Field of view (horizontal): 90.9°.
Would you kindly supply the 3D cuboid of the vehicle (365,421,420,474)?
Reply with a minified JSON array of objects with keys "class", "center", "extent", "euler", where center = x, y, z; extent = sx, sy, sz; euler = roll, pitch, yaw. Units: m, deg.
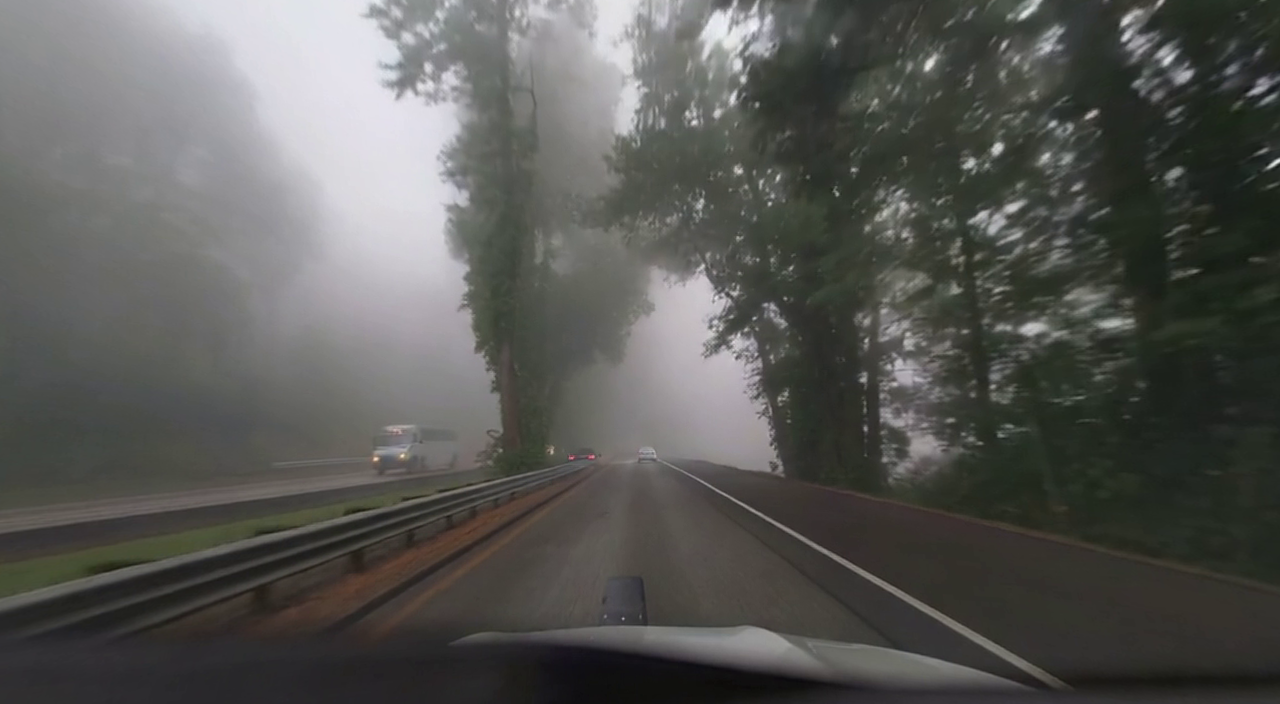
[{"class":"vehicle","center":[-19.023,7.350,48.591],"extent":[2.908,3.879,2.998],"euler":[0,-9,0]}]

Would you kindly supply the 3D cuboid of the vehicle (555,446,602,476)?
[{"class":"vehicle","center":[-3.178,5.780,33.606],"extent":[2.112,1.498,4.117],"euler":[0,-9,0]}]

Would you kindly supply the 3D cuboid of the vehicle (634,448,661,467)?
[{"class":"vehicle","center":[0.524,8.221,49.017],"extent":[1.989,1.402,3.831],"euler":[0,-9,-1]}]
